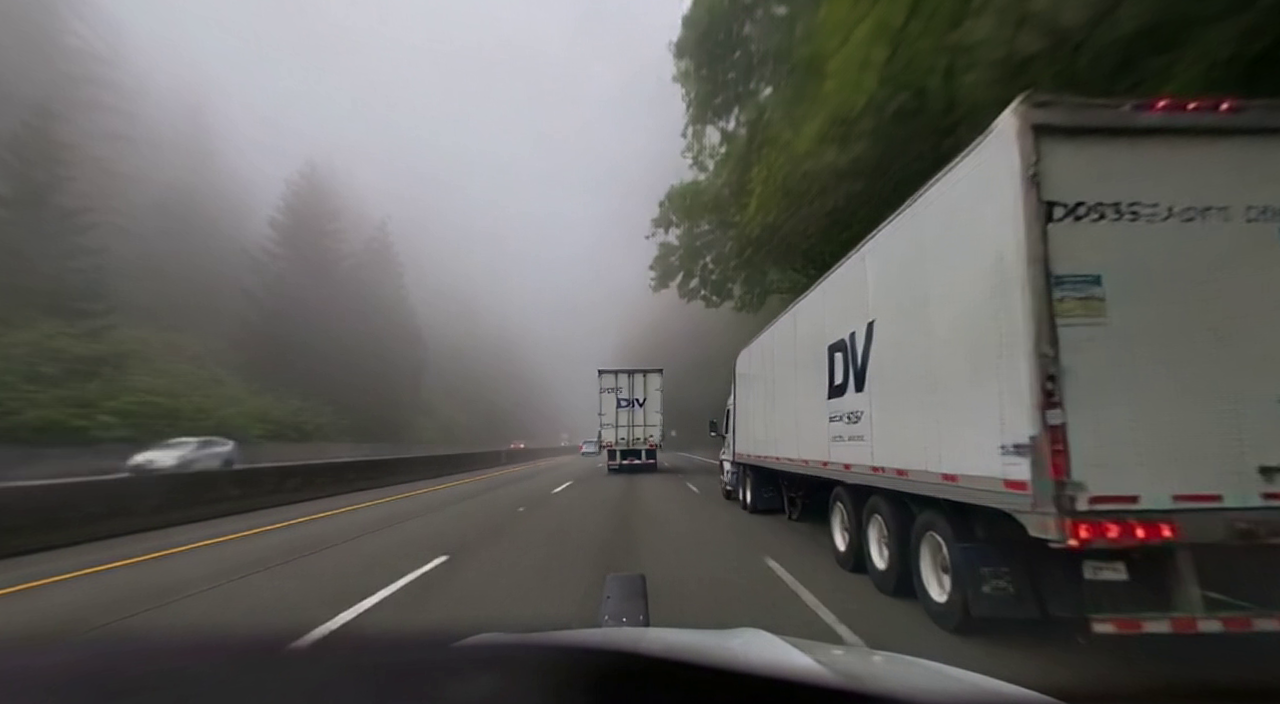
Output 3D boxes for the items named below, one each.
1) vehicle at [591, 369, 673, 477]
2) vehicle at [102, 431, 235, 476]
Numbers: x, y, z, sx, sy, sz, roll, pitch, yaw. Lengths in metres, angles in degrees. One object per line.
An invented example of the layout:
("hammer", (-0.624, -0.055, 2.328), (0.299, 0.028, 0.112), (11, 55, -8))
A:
("vehicle", (-0.392, 3.286, 28.190), (2.969, 3.957, 10.270), (0, -8, -1))
("vehicle", (-17.049, 3.678, 23.055), (1.748, 1.494, 3.990), (0, -8, 0))
